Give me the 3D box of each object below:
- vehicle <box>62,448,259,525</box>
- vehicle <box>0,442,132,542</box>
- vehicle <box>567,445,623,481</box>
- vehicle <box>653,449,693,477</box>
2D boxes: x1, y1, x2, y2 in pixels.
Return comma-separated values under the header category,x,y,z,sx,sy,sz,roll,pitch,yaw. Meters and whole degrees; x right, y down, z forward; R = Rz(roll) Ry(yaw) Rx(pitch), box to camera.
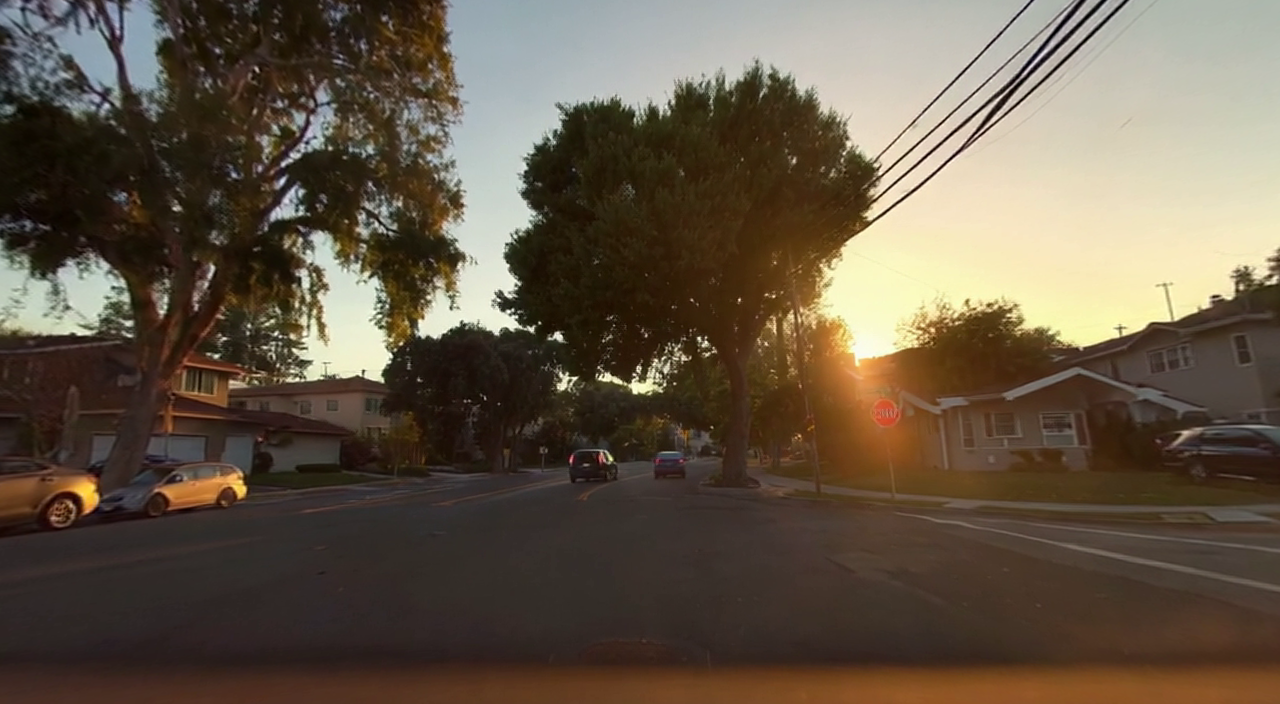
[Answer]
category,x,y,z,sx,sy,sz,roll,pitch,yaw
vehicle,-13.798,3.890,18.615,2.076,1.864,4.730,-3,-10,1
vehicle,-14.124,2.965,13.064,2.191,1.980,5.888,-4,-8,1
vehicle,-2.253,5.754,32.947,2.178,1.695,4.339,-1,-9,6
vehicle,1.986,6.331,36.250,1.955,1.459,4.383,-1,-9,7
